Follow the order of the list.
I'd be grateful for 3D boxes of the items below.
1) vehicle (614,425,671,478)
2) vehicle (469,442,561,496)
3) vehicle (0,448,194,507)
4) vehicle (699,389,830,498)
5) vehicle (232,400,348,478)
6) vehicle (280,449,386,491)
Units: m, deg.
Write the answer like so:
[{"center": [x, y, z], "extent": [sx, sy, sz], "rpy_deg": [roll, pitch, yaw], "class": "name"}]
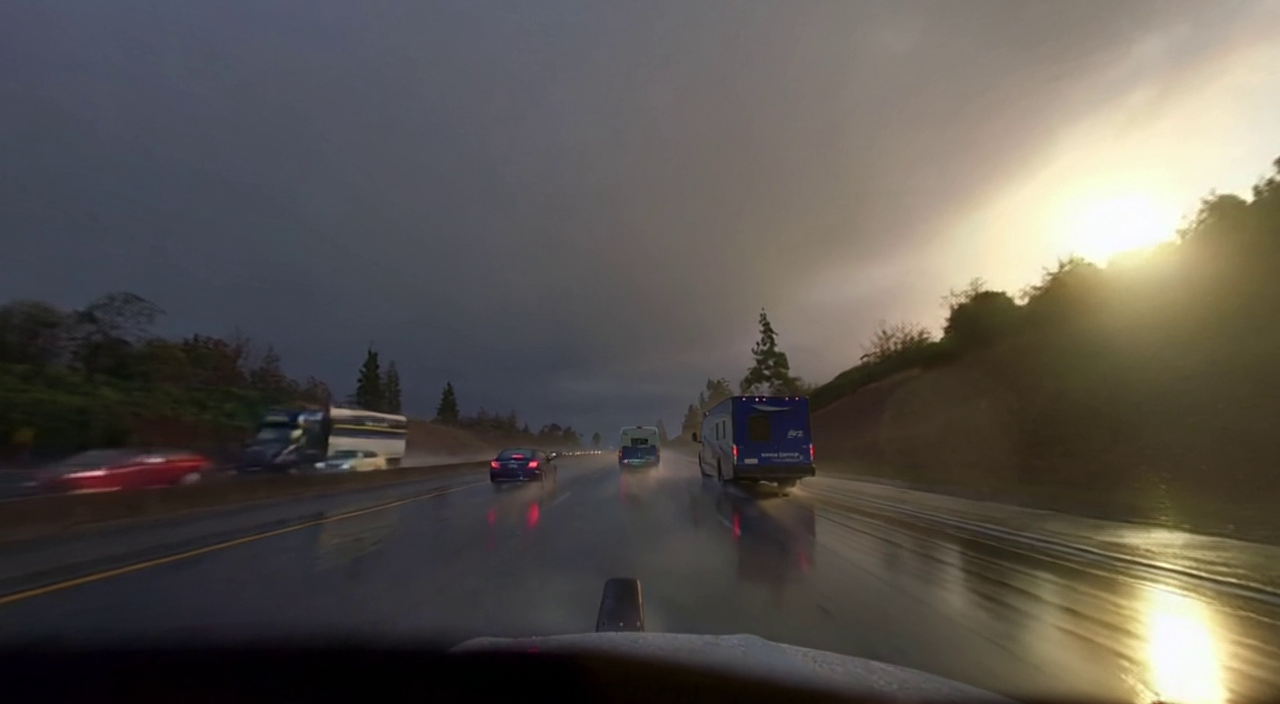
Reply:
[{"center": [0.089, 4.814, 30.610], "extent": [2.524, 2.310, 4.986], "rpy_deg": [0, -9, 0], "class": "vehicle"}, {"center": [-3.801, 3.642, 20.056], "extent": [1.959, 1.502, 4.559], "rpy_deg": [0, -9, 0], "class": "vehicle"}, {"center": [-15.783, 3.605, 18.632], "extent": [2.046, 1.505, 4.296], "rpy_deg": [0, -9, 0], "class": "vehicle"}, {"center": [3.656, 2.985, 20.542], "extent": [2.607, 2.910, 7.252], "rpy_deg": [0, -9, -1], "class": "vehicle"}, {"center": [-19.544, 4.955, 35.744], "extent": [2.976, 3.963, 5.961], "rpy_deg": [0, -9, 0], "class": "vehicle"}, {"center": [-11.656, 4.496, 24.367], "extent": [1.830, 1.440, 4.453], "rpy_deg": [0, -9, 0], "class": "vehicle"}]
